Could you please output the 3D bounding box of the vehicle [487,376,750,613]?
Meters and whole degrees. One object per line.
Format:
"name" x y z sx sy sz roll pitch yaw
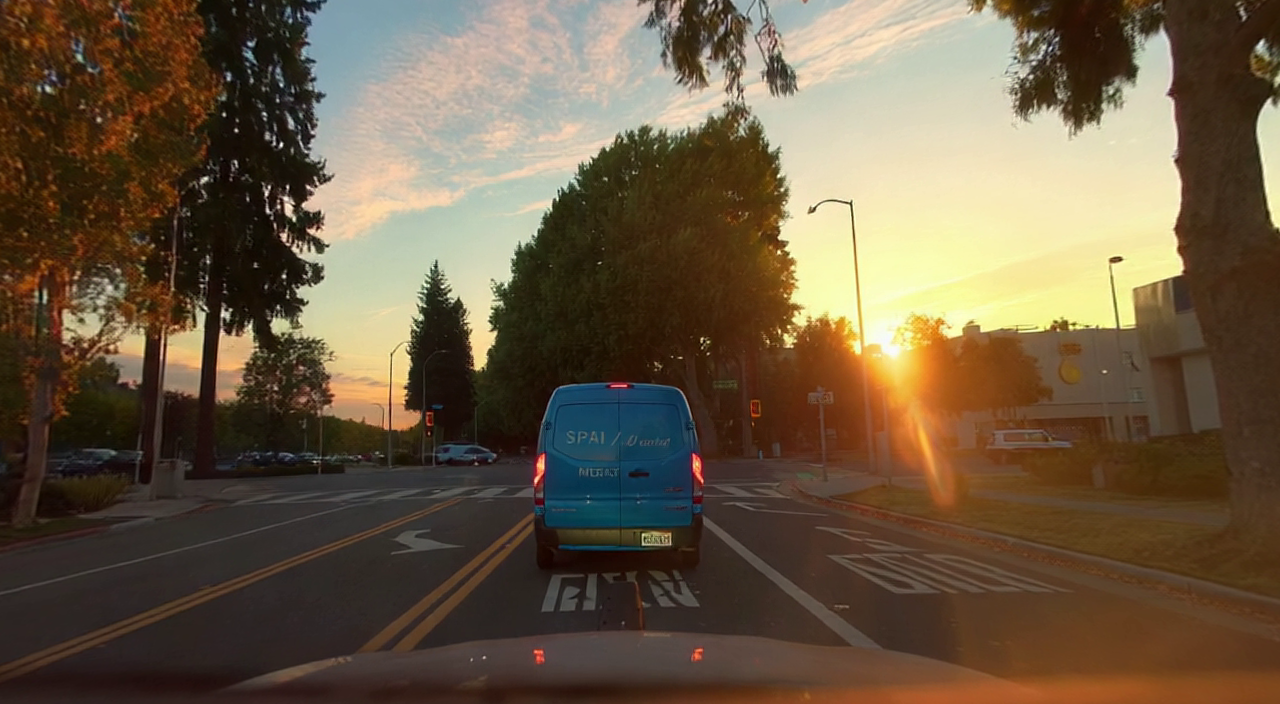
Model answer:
"vehicle" -0.296 1.478 7.297 2.181 1.949 3.932 1 -9 -4
